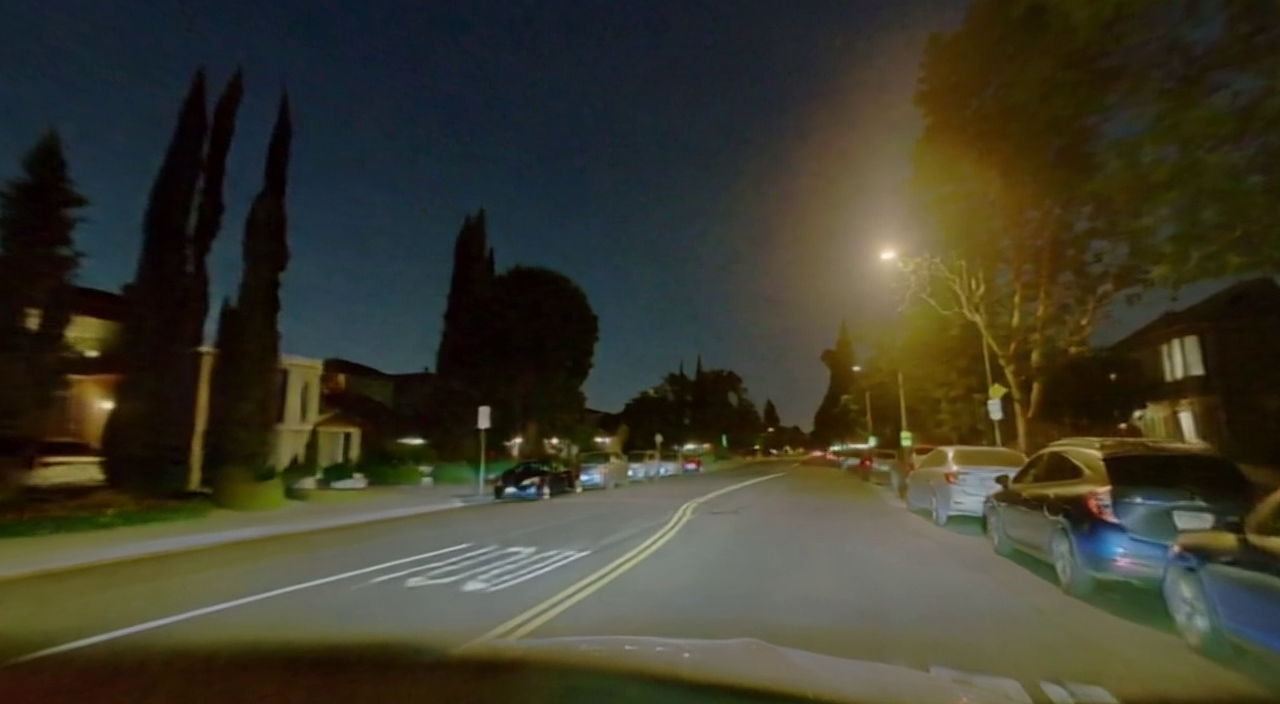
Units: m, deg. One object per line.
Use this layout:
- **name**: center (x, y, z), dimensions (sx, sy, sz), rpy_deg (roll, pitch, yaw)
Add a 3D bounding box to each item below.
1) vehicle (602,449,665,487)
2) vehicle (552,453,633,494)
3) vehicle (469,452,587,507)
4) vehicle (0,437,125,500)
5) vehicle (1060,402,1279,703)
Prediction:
- **vehicle**: center (-0.241, 5.789, 31.757), dimensions (1.973, 1.755, 4.528), rpy_deg (-3, -9, 15)
- **vehicle**: center (-1.842, 4.952, 26.039), dimensions (1.948, 1.477, 4.518), rpy_deg (-4, -9, 14)
- **vehicle**: center (-3.397, 3.981, 20.143), dimensions (1.963, 1.470, 4.671), rpy_deg (-3, -9, 13)
- **vehicle**: center (-17.450, 3.241, 17.844), dimensions (4.554, 1.595, 2.028), rpy_deg (-2, -9, 15)
- **vehicle**: center (4.126, 1.076, 2.879), dimensions (2.315, 1.668, 4.425), rpy_deg (-2, -9, 16)
